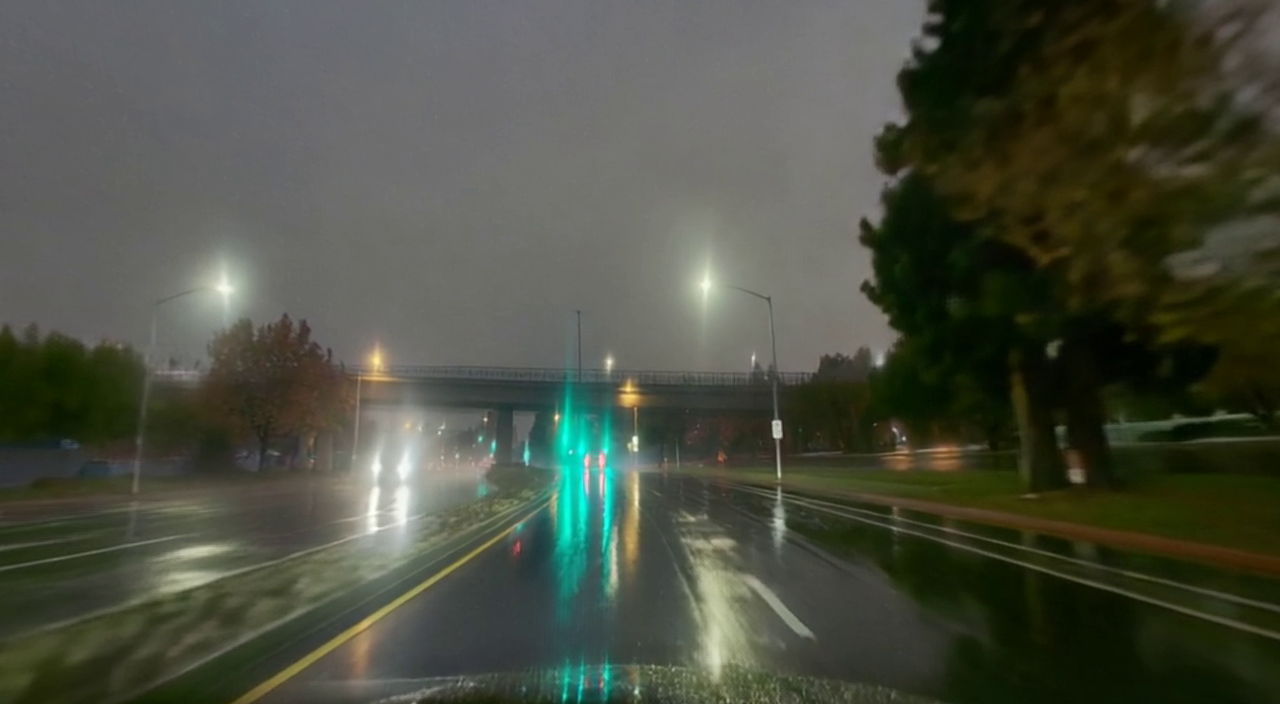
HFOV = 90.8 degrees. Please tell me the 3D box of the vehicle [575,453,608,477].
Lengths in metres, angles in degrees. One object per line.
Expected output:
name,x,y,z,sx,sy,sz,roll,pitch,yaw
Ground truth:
vehicle,-3.829,8.723,49.080,2.184,1.713,4.231,1,-9,-9
